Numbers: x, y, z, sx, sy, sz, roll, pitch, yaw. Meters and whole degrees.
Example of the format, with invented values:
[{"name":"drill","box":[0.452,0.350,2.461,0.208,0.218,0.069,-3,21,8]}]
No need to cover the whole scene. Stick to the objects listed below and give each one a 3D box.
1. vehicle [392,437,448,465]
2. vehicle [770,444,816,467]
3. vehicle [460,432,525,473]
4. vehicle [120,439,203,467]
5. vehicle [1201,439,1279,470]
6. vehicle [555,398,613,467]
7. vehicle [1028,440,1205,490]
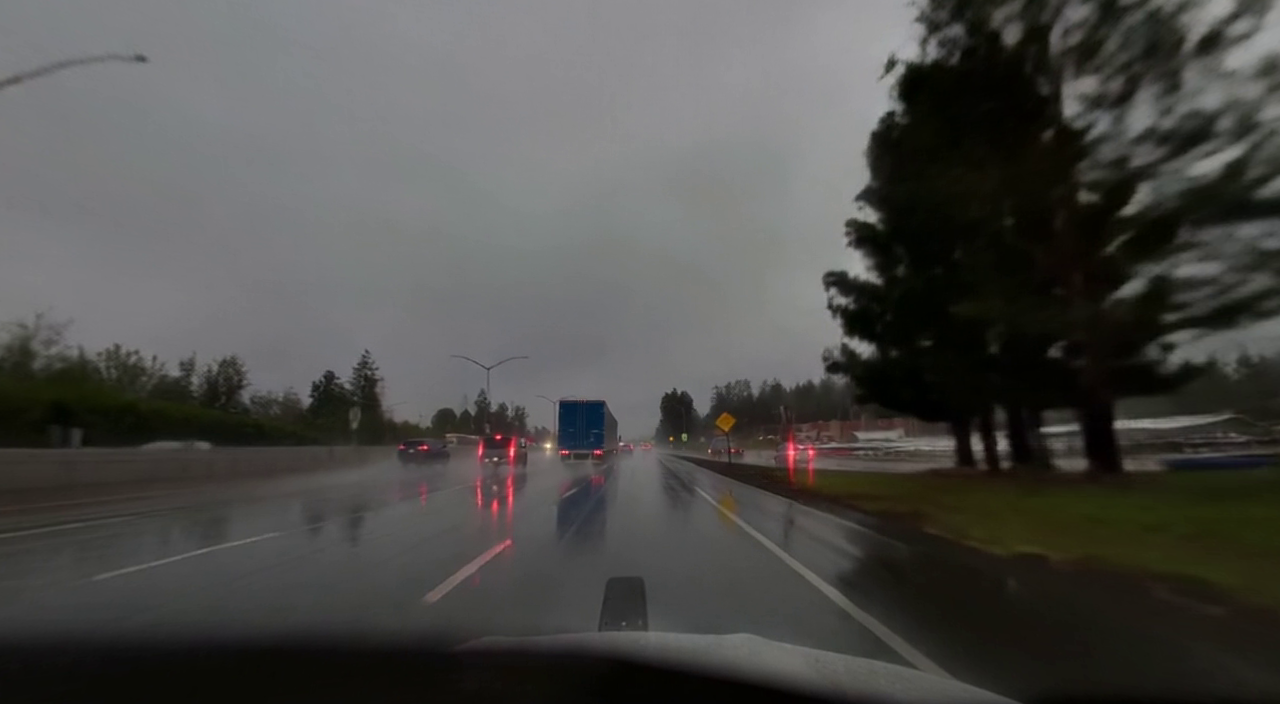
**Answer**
[{"name":"vehicle","box":[-14.379,6.473,41.457,1.997,1.695,4.492,0,-8,1]},{"name":"vehicle","box":[11.701,7.930,48.522,2.083,1.706,4.129,1,-8,-7]},{"name":"vehicle","box":[-7.151,4.917,31.049,2.058,1.840,4.443,0,-8,1]},{"name":"vehicle","box":[-25.688,5.436,33.986,1.644,1.423,3.554,0,-8,0]},{"name":"vehicle","box":[32.377,5.311,32.876,4.737,1.464,1.914,0,-9,-9]},{"name":"vehicle","box":[-3.555,5.657,43.511,2.905,4.037,12.921,0,-8,0]},{"name":"vehicle","box":[16.186,3.839,21.853,2.022,1.505,4.786,1,-8,-8]}]
